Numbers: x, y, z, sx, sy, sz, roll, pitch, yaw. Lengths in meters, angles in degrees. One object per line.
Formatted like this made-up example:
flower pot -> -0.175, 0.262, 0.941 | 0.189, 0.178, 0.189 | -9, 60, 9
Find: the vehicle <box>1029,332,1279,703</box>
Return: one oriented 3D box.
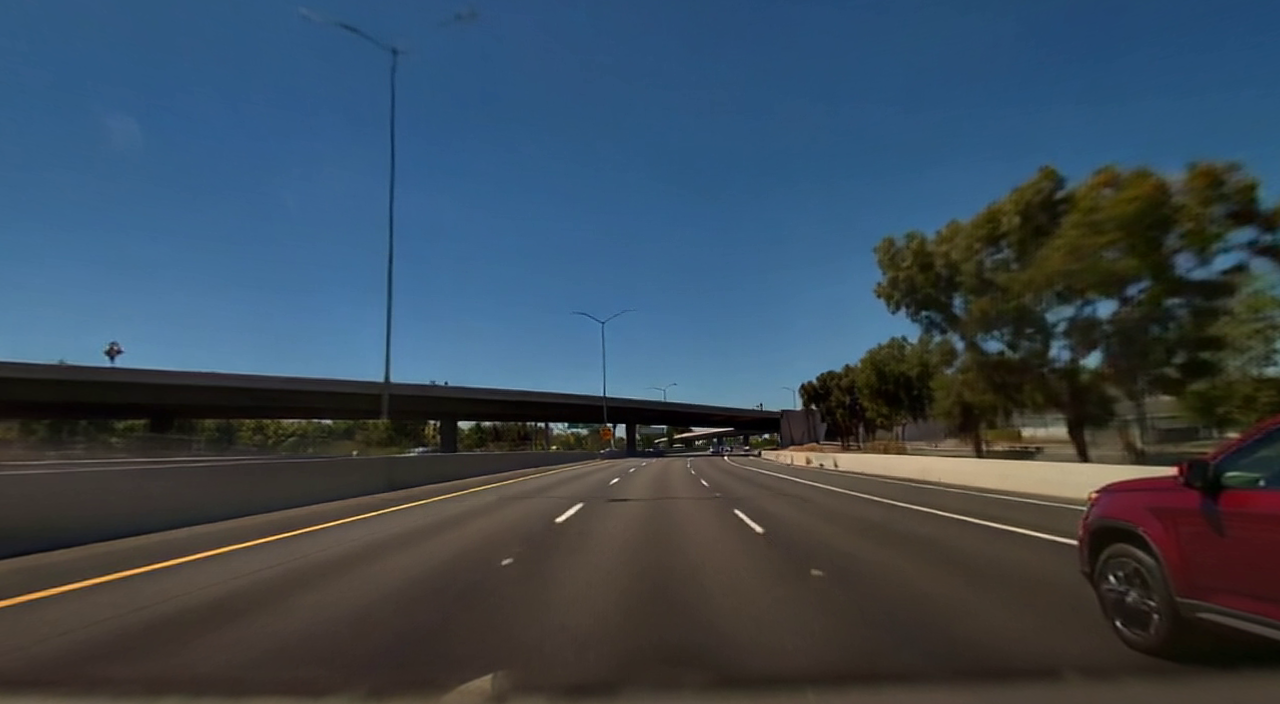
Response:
vehicle -> 3.756, 0.696, 2.117 | 2.019, 1.732, 4.579 | 0, -8, 1
